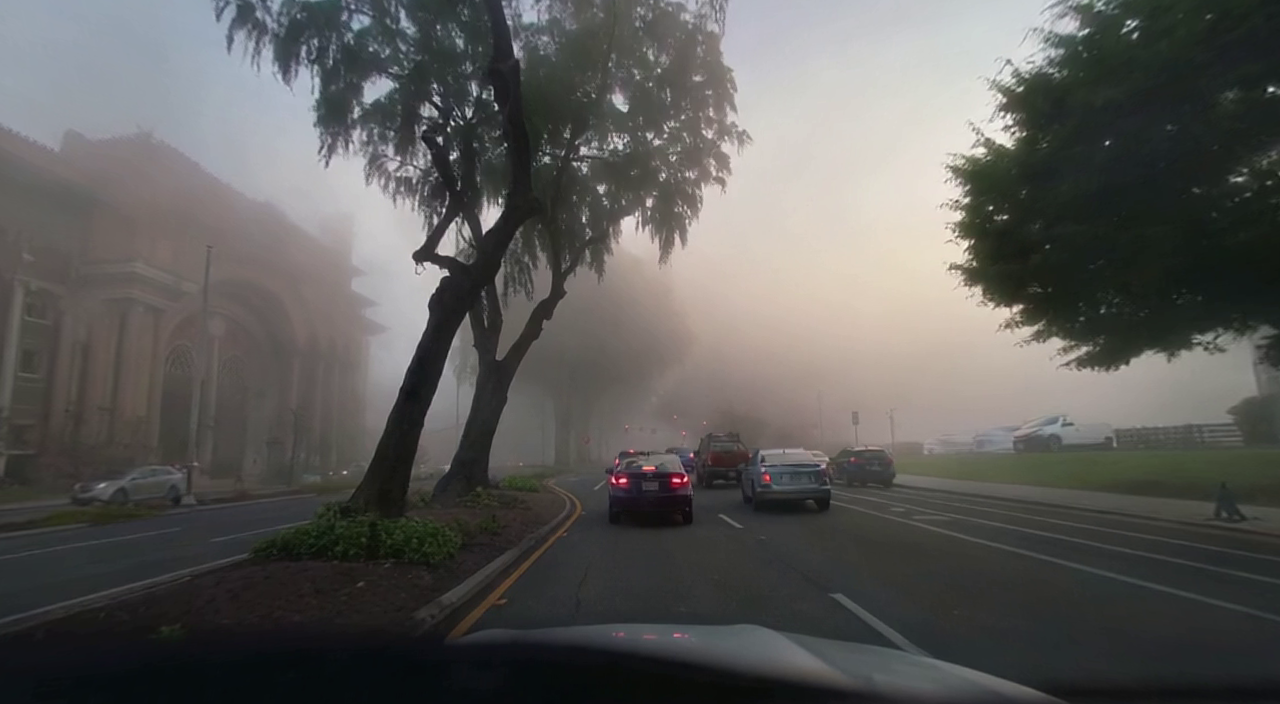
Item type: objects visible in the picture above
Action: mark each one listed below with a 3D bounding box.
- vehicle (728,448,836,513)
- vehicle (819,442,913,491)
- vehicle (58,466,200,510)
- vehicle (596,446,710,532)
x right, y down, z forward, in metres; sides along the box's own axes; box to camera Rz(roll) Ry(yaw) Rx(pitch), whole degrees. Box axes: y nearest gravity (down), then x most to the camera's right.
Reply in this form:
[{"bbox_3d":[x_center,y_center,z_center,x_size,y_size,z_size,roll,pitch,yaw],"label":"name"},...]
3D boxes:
[{"bbox_3d":[3.605,3.315,16.837,1.833,1.465,4.258,0,-8,-1],"label":"vehicle"},{"bbox_3d":[8.799,4.483,25.119,1.994,1.715,4.777,0,-8,0],"label":"vehicle"},{"bbox_3d":[-20.673,5.490,25.866,1.990,1.481,4.509,0,-8,0],"label":"vehicle"},{"bbox_3d":[0.217,2.749,13.317,2.050,1.521,3.747,0,-8,-1],"label":"vehicle"}]
